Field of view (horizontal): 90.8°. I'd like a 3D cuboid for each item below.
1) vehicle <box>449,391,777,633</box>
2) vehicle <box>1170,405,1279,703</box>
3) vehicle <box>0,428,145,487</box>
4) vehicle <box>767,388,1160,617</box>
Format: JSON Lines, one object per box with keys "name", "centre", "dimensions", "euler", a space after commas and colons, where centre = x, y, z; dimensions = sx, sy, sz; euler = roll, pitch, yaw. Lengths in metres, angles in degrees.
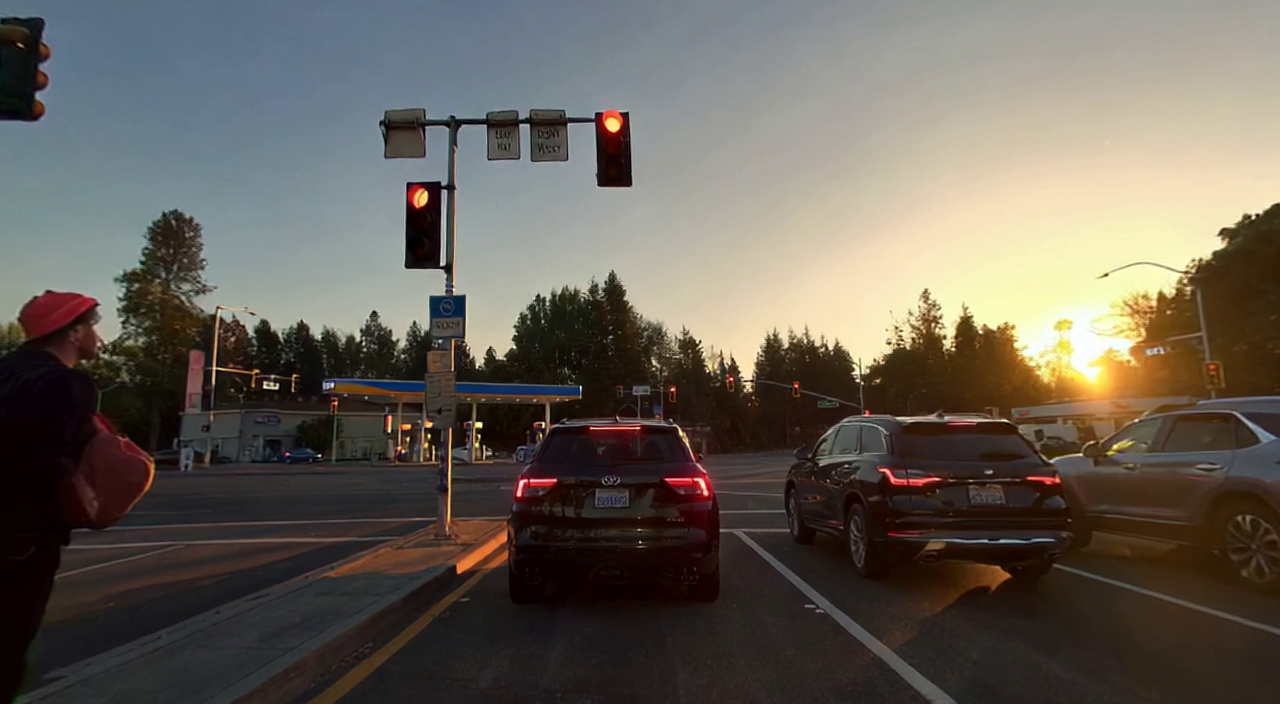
{"name": "vehicle", "centre": [-0.191, 1.498, 6.928], "dimensions": [2.351, 1.733, 4.616], "euler": [0, -9, 0]}
{"name": "vehicle", "centre": [3.098, 0.618, 0.159], "dimensions": [1.965, 1.460, 4.581], "euler": [0, -9, 1]}
{"name": "vehicle", "centre": [-28.972, 5.217, 31.436], "dimensions": [6.772, 2.769, 2.305], "euler": [-1, -9, 3]}
{"name": "vehicle", "centre": [3.001, 1.508, 7.250], "dimensions": [2.060, 1.783, 4.411], "euler": [0, -9, -1]}
